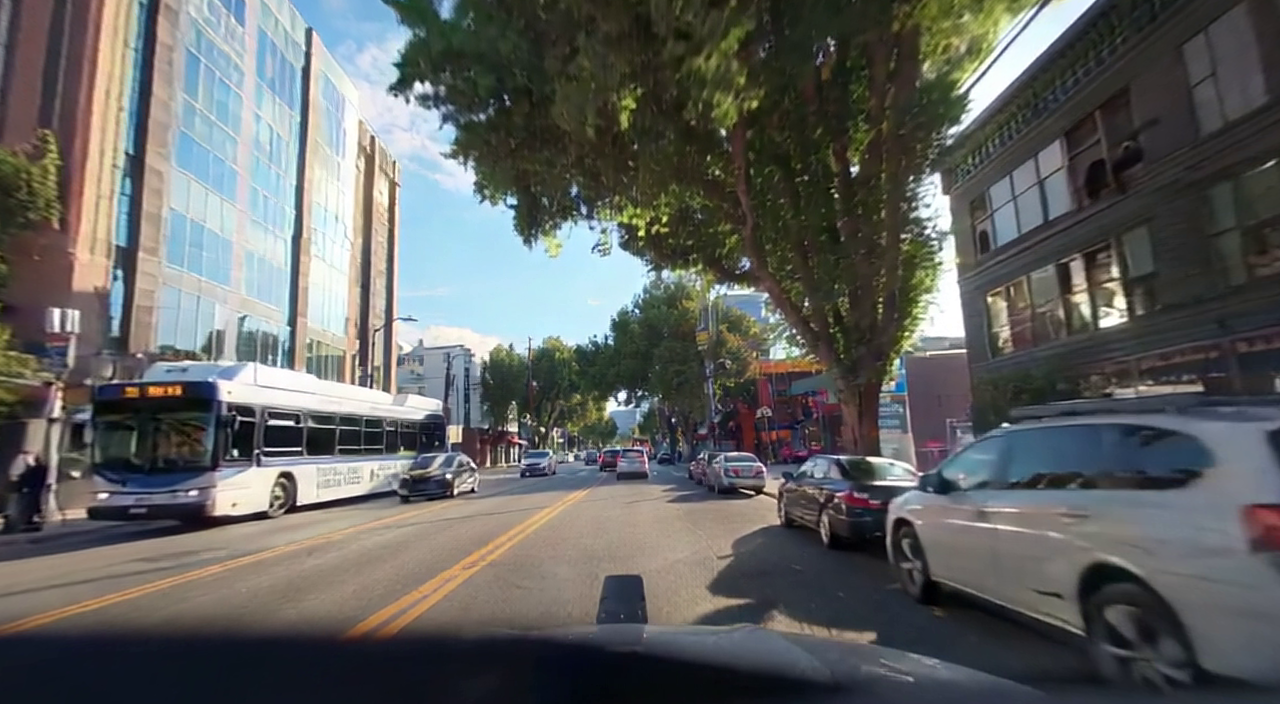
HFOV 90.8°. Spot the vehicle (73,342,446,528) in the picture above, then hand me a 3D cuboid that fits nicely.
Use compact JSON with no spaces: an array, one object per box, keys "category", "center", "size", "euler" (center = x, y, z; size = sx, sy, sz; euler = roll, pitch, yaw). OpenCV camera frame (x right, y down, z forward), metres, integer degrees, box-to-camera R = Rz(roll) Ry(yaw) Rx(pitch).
[{"category":"vehicle","center":[-9.548,2.668,19.153],"size":[3.022,3.627,13.129],"euler":[-2,-9,1]}]

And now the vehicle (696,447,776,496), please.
[{"category":"vehicle","center":[3.152,4.036,21.748],"size":[2.018,1.474,4.524],"euler":[0,-9,0]}]

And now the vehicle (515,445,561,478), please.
[{"category":"vehicle","center":[-5.840,6.291,36.654],"size":[2.050,1.763,4.119],"euler":[0,-9,0]}]

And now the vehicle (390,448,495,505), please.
[{"category":"vehicle","center":[-6.084,3.845,19.994],"size":[1.954,1.581,4.197],"euler":[-1,-9,0]}]

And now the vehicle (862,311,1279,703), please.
[{"category":"vehicle","center":[3.128,0.999,3.748],"size":[1.998,1.746,4.443],"euler":[-1,-9,0]}]

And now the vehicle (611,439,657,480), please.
[{"category":"vehicle","center":[-0.276,5.306,31.404],"size":[2.127,1.893,4.194],"euler":[-1,-9,1]}]
